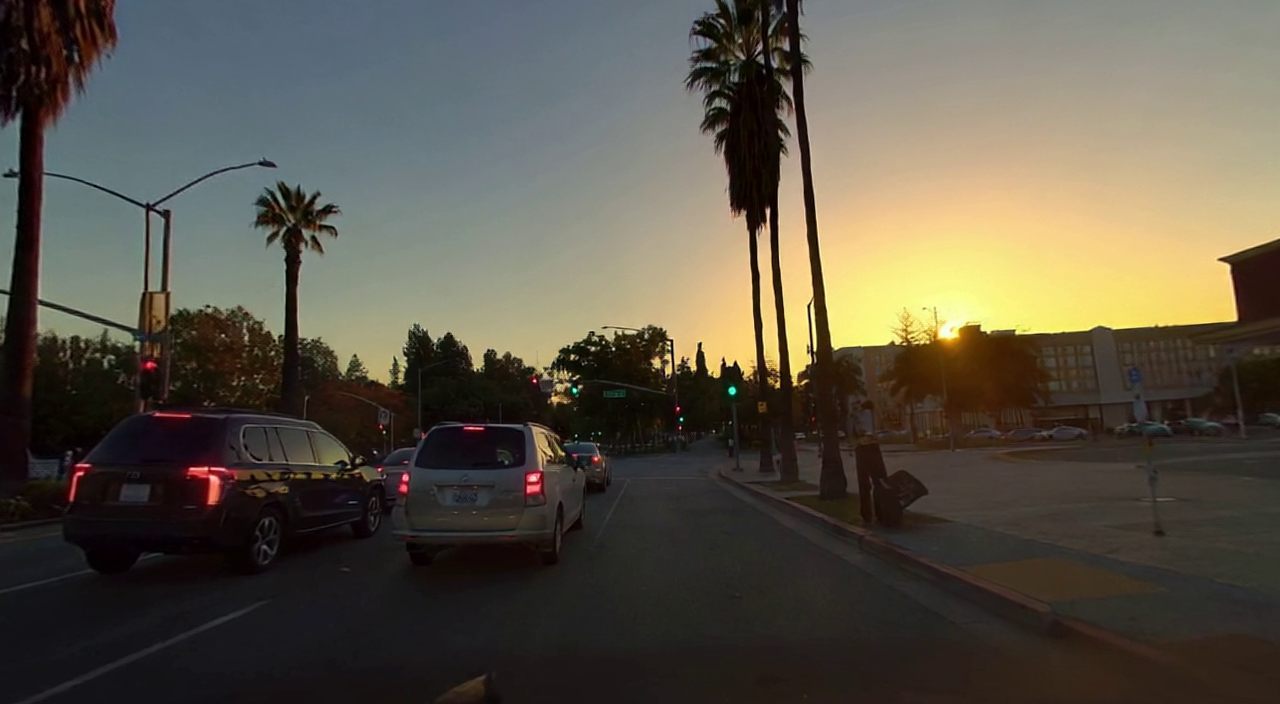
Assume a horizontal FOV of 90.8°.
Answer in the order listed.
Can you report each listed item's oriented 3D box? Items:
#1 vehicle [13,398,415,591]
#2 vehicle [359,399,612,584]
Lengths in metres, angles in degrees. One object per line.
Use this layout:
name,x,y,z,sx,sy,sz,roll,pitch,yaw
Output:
vehicle,-5.023,1.756,8.625,2.025,1.862,4.804,0,-9,1
vehicle,-1.579,1.665,8.280,2.153,1.759,4.320,0,-9,1
